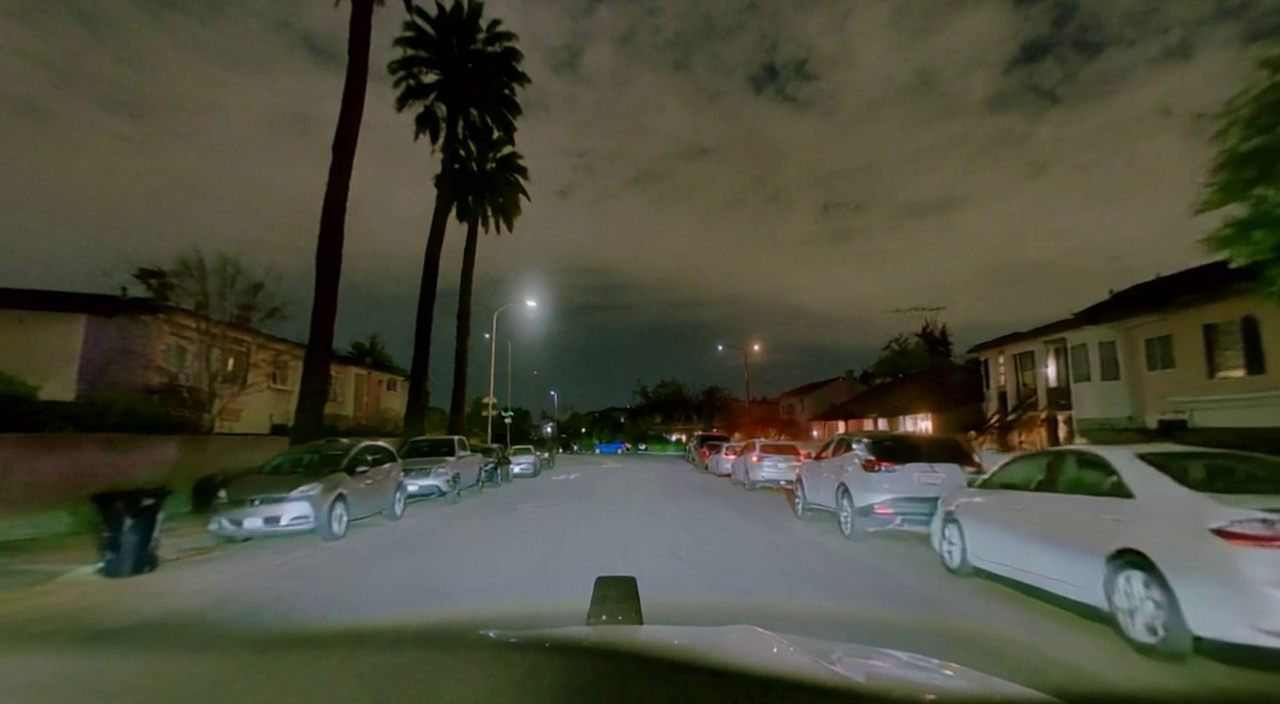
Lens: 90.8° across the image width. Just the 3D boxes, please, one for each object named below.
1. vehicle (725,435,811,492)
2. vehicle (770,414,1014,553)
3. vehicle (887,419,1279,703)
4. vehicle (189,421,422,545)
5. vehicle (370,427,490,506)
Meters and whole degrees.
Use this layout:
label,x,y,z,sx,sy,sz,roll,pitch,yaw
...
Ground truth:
label,x,y,z,sx,sy,sz,roll,pitch,yaw
vehicle,4.094,3.635,20.969,1.998,1.649,4.175,0,-8,0
vehicle,3.830,2.083,10.760,2.116,1.817,4.652,0,-8,-1
vehicle,4.035,1.393,5.211,1.870,1.506,4.897,0,-8,-2
vehicle,-5.696,2.248,11.561,1.947,1.803,4.381,0,-8,-2
vehicle,-5.635,3.118,17.713,1.963,1.859,4.884,0,-8,-4
